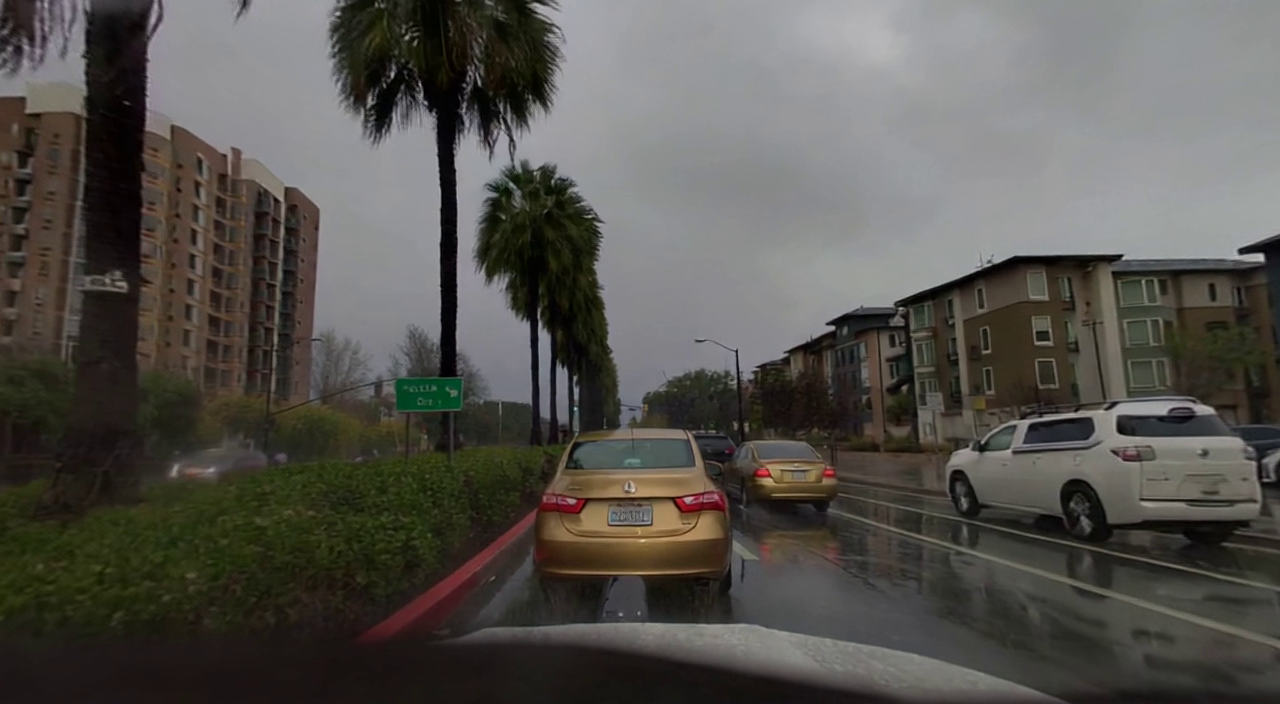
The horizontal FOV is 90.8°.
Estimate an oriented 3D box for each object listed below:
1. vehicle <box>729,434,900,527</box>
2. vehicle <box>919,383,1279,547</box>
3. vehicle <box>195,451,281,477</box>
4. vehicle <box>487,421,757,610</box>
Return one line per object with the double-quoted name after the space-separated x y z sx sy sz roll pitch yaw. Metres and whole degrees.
3.084 2.366 12.245 1.925 1.451 4.436 0 -8 -2 "vehicle"
7.202 1.852 10.906 2.254 2.072 5.577 0 -8 1 "vehicle"
-23.779 6.624 37.595 1.972 1.425 4.765 0 -8 0 "vehicle"
-0.154 1.606 7.105 2.158 1.498 3.919 0 -8 0 "vehicle"
